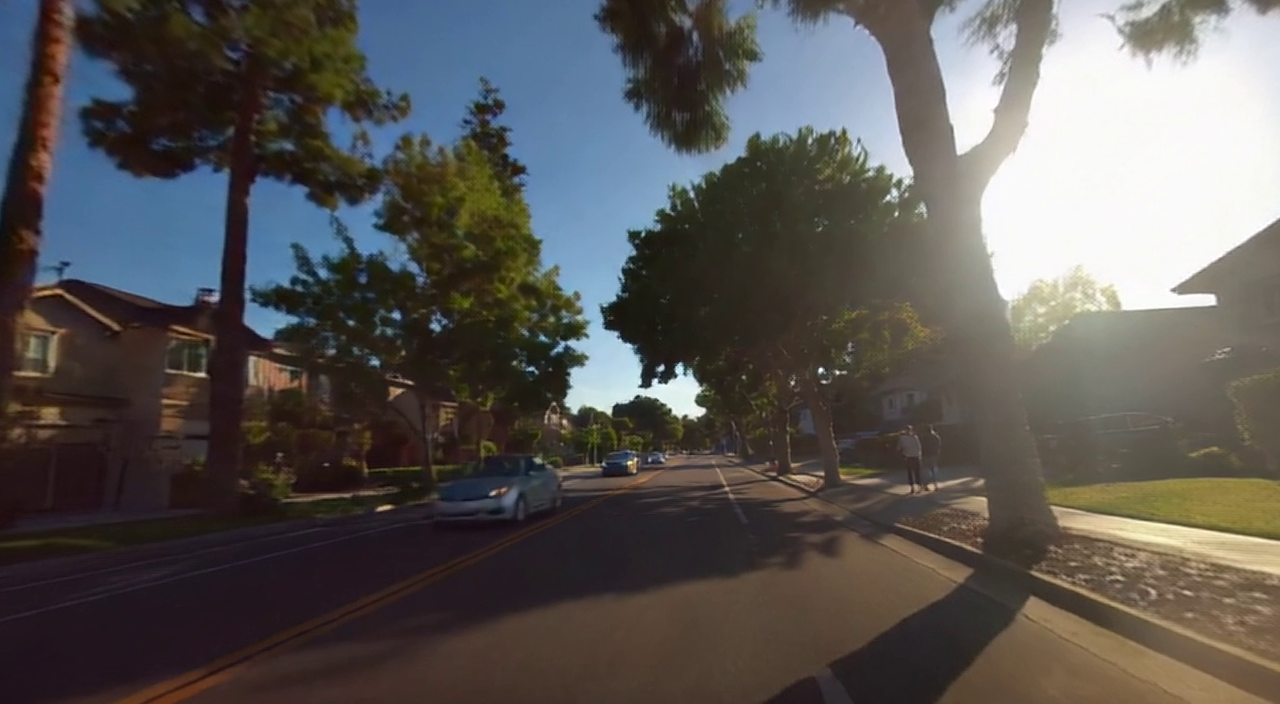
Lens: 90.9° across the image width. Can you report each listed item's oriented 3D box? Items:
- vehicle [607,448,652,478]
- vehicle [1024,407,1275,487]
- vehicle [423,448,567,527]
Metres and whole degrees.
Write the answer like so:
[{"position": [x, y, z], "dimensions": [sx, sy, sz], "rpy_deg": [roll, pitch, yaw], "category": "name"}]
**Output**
[{"position": [-0.572, 6.763, 38.771], "dimensions": [2.167, 1.691, 4.755], "rpy_deg": [-1, -8, 7], "category": "vehicle"}, {"position": [13.291, 2.504, 16.771], "dimensions": [4.665, 1.944, 2.092], "rpy_deg": [0, -8, 5], "category": "vehicle"}, {"position": [-3.130, 3.014, 14.659], "dimensions": [1.906, 1.498, 4.222], "rpy_deg": [-1, -8, 7], "category": "vehicle"}]
